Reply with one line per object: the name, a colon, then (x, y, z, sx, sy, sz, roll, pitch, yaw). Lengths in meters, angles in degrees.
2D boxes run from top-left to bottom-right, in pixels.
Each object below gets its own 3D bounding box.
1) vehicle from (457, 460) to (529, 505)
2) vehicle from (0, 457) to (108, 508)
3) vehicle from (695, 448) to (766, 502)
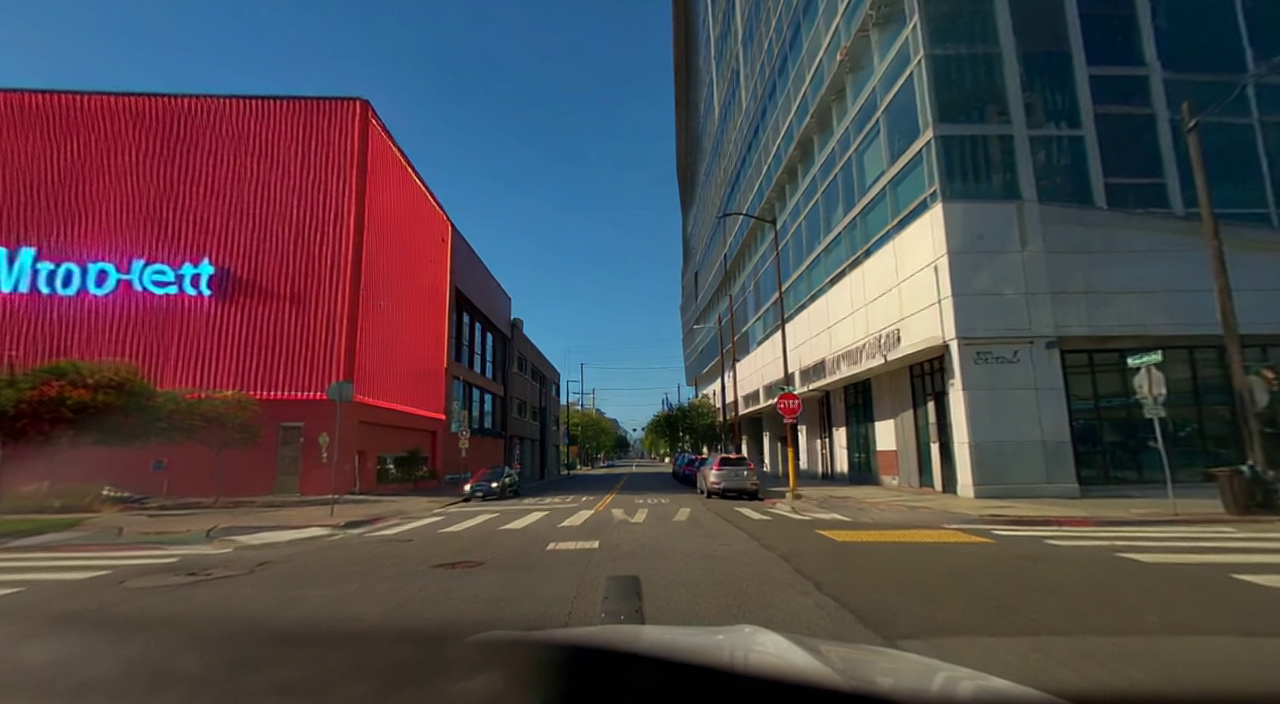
vehicle: (-5.449, 4.852, 23.879, 1.864, 1.447, 3.887, 0, -8, -2)
vehicle: (-28.062, 6.138, 30.165, 1.665, 1.432, 4.120, 7, -1, 0)
vehicle: (3.111, 4.321, 22.642, 1.917, 1.680, 4.500, 0, -8, 0)
